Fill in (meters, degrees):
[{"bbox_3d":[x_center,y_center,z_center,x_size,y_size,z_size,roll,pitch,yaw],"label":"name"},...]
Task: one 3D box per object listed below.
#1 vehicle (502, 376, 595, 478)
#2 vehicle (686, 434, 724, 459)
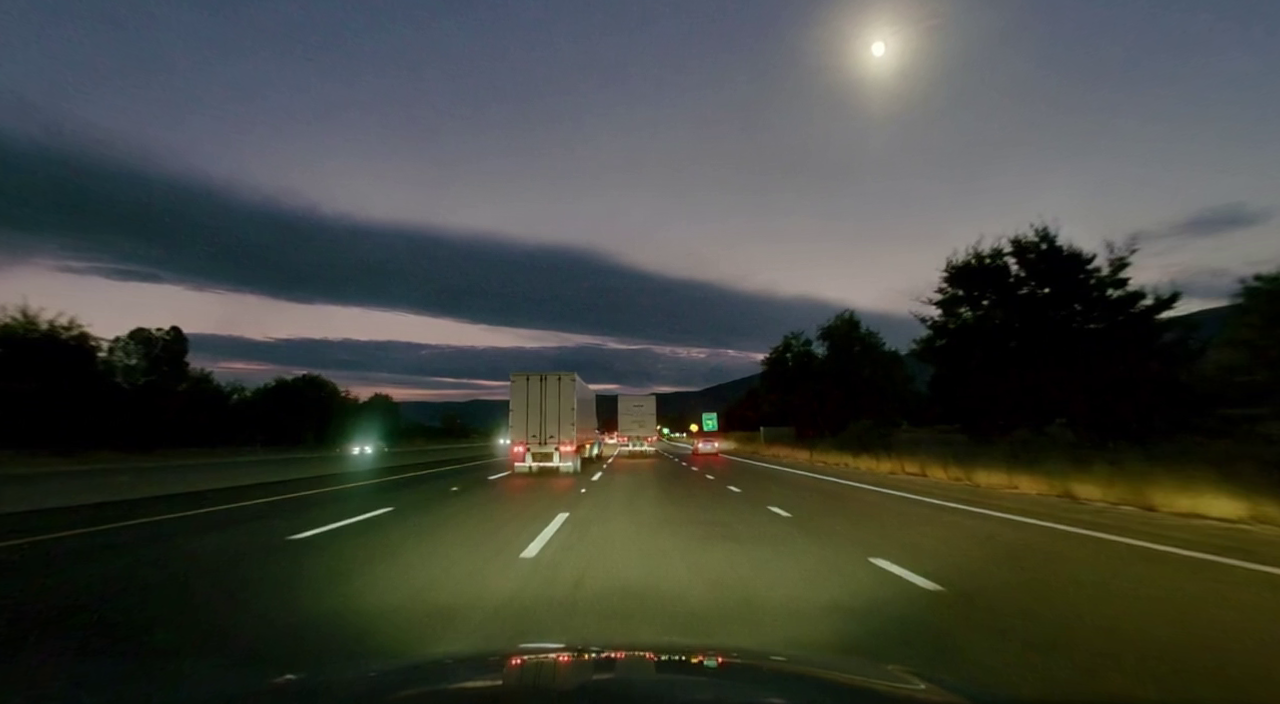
[{"bbox_3d":[-3.318,3.011,24.783,2.728,3.405,7.096,0,-8,-1],"label":"vehicle"},{"bbox_3d":[4.054,5.942,39.697,1.891,1.477,3.599,0,-8,-2],"label":"vehicle"}]
